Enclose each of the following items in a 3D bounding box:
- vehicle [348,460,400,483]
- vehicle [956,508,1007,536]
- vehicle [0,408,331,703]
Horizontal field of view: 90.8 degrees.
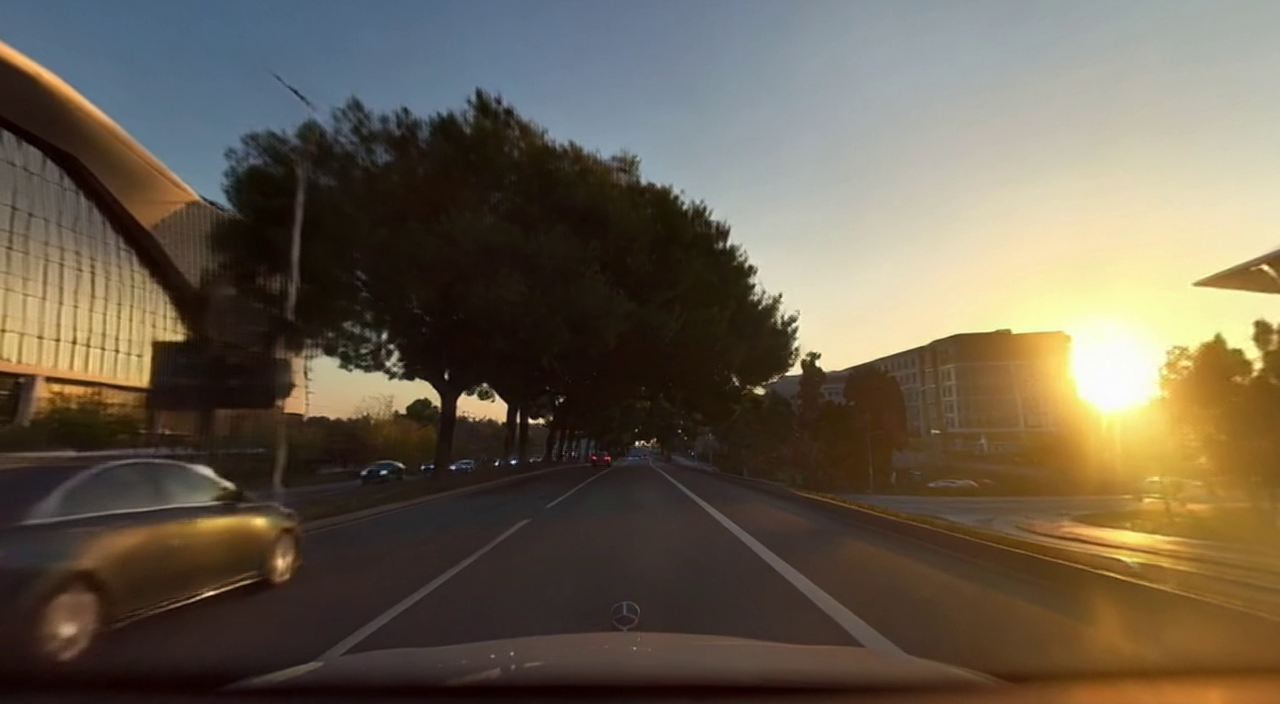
[{"bbox_3d":[-19.498,8.785,46.527,1.875,1.475,4.376,0,-8,0],"label":"vehicle"},{"bbox_3d":[26.591,13.230,49.368,1.914,1.715,3.814,-1,-10,2],"label":"vehicle"},{"bbox_3d":[-4.331,1.242,4.485,1.936,1.536,4.627,0,-8,0],"label":"vehicle"}]
